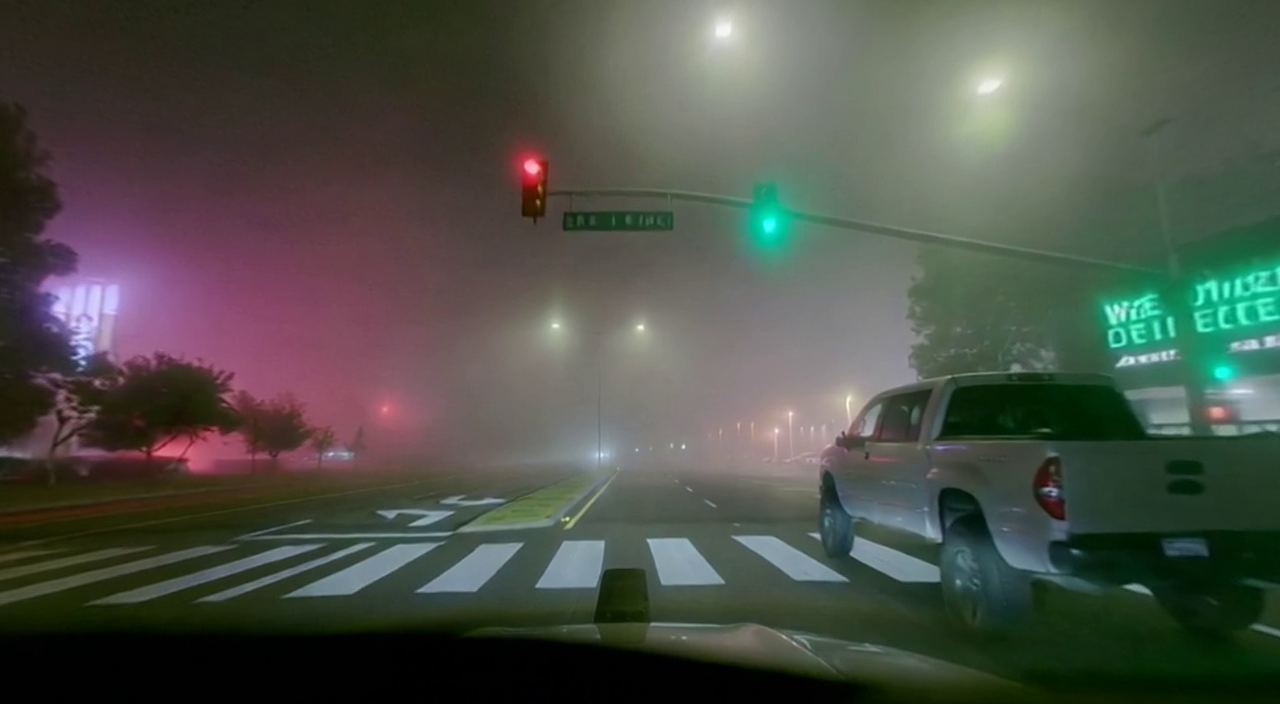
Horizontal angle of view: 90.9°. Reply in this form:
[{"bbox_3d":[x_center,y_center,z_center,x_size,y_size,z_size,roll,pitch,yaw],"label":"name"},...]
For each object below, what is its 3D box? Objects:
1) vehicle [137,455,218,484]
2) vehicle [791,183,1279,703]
[{"bbox_3d":[-28.238,7.181,38.539,3.885,1.425,1.660,-4,-6,6],"label":"vehicle"},{"bbox_3d":[3.369,0.939,5.815,2.484,2.642,5.990,0,-9,0],"label":"vehicle"}]
